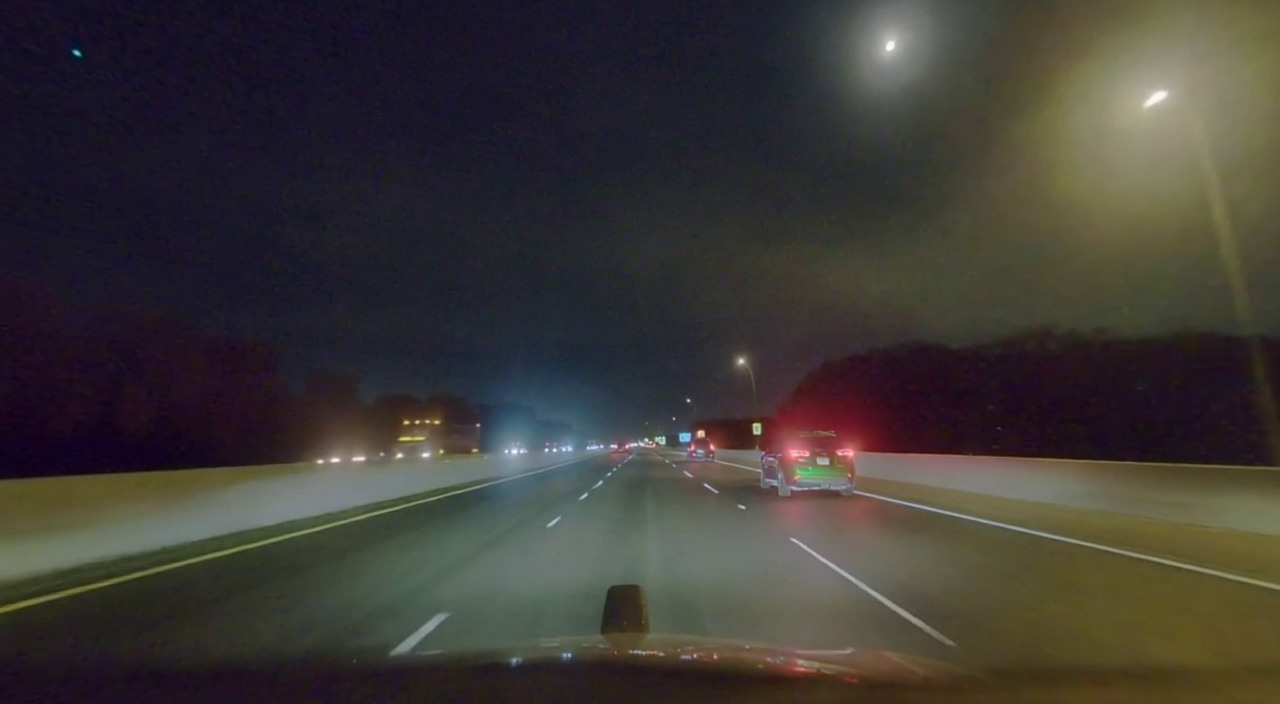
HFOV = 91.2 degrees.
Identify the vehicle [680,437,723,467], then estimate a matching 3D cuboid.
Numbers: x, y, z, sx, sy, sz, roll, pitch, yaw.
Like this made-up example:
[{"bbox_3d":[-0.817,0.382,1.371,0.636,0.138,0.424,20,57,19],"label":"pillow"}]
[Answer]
[{"bbox_3d":[3.633,6.028,37.824,2.202,1.682,4.188,0,-8,0],"label":"vehicle"}]
